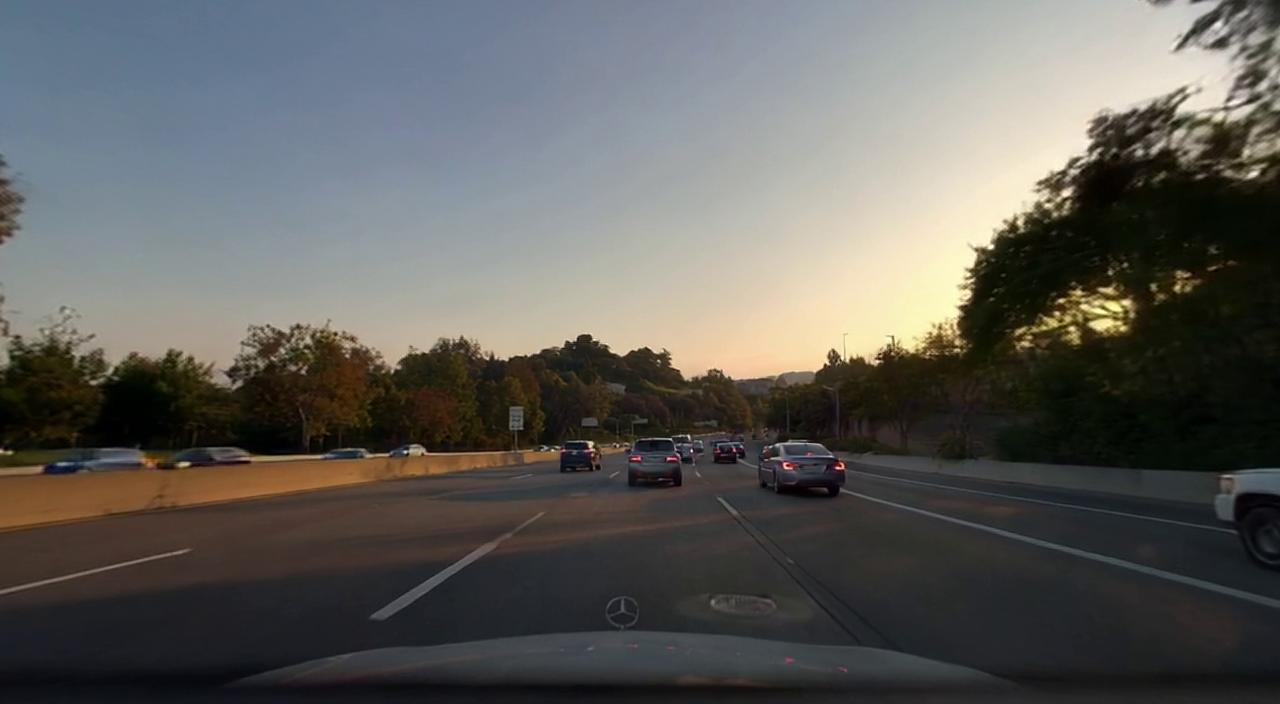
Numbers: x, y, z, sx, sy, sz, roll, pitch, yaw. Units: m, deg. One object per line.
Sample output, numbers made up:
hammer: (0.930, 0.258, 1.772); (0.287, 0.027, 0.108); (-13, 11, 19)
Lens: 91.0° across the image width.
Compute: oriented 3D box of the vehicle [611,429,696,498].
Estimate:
vehicle: (0.415, 3.170, 18.192); (2.181, 1.728, 3.970); (0, -9, 2)

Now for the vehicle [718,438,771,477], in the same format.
vehicle: (5.087, 5.193, 31.182); (2.063, 1.710, 4.591); (0, -9, 3)

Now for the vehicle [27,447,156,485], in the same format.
vehicle: (-27.350, 5.683, 31.670); (2.015, 1.734, 4.688); (0, -9, 3)

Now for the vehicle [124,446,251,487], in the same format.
vehicle: (-20.652, 5.200, 29.047); (2.079, 1.684, 4.734); (0, -9, 4)

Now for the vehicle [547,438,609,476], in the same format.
vehicle: (-2.828, 4.961, 29.859); (2.128, 1.627, 4.697); (0, -9, 4)

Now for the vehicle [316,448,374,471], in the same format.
vehicle: (-22.471, 8.155, 48.133); (1.918, 1.639, 4.454); (0, -9, 5)

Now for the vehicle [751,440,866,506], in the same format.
vehicle: (4.343, 3.177, 16.998); (1.999, 1.514, 4.338); (0, -9, 1)
